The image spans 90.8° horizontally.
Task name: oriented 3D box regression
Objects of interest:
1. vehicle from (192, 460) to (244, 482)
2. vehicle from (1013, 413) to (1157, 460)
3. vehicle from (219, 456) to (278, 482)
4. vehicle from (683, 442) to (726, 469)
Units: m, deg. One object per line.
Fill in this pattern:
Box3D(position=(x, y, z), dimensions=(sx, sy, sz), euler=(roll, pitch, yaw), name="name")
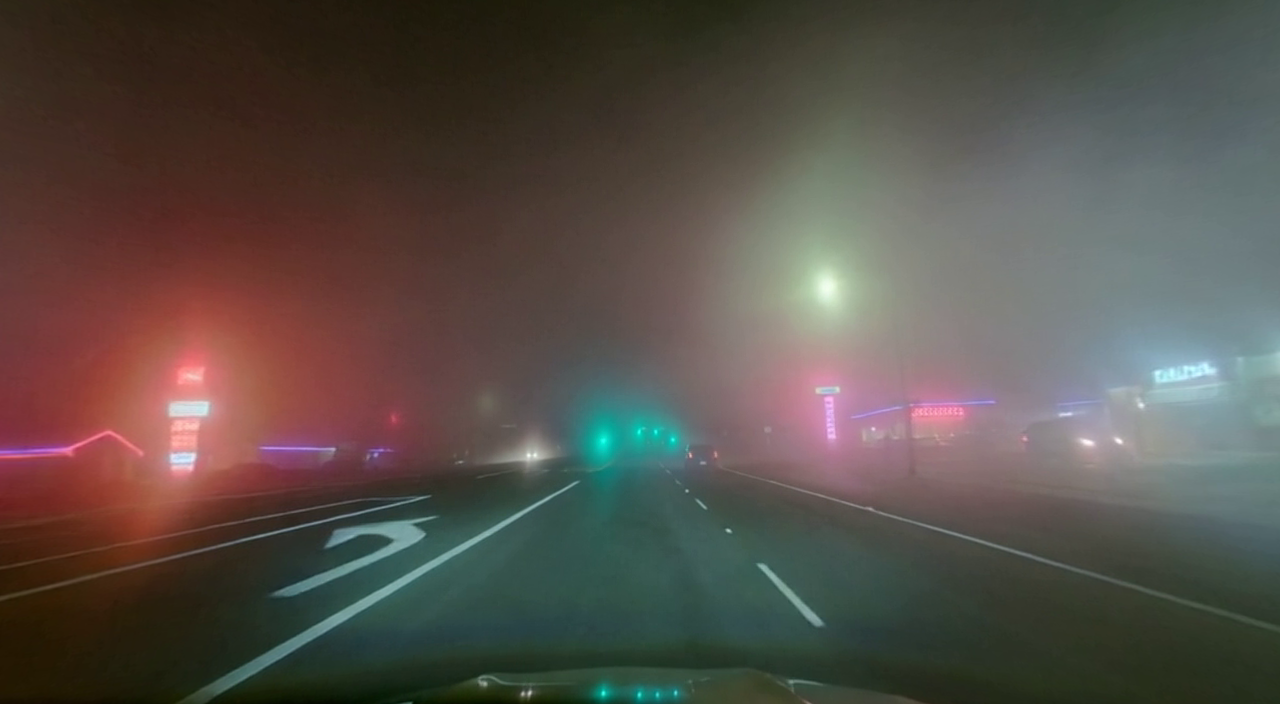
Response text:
Box3D(position=(-31.698, 8.956, 47.554), dimensions=(1.738, 1.466, 3.540), euler=(1, -8, -5), name="vehicle")
Box3D(position=(19.827, 3.859, 28.618), dimensions=(2.247, 1.917, 5.791), euler=(0, -8, 0), name="vehicle")
Box3D(position=(-28.973, 8.638, 46.898), dimensions=(1.943, 1.647, 4.077), euler=(-3, -9, -2), name="vehicle")
Box3D(position=(3.587, 5.811, 35.808), dimensions=(1.929, 1.411, 4.284), euler=(0, -8, -1), name="vehicle")
